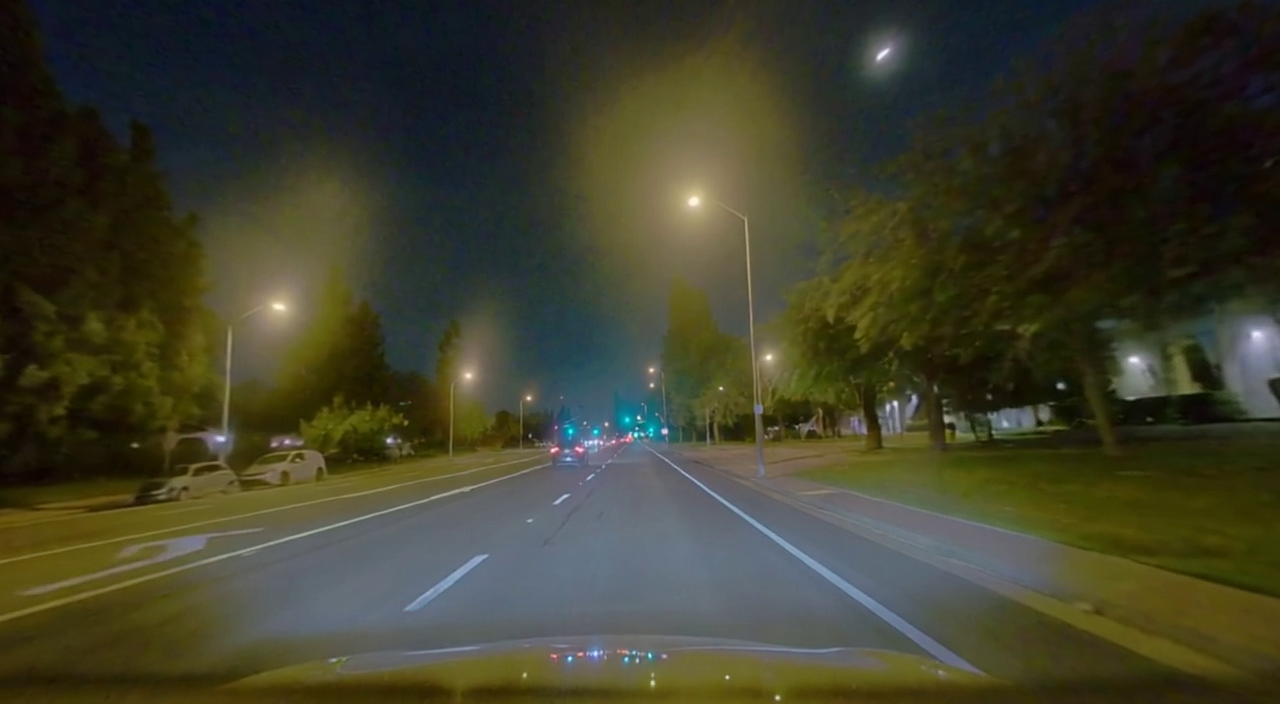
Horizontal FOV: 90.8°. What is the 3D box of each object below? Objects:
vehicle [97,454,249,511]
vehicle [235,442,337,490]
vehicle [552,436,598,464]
[{"bbox_3d":[-15.556,4.330,21.400,1.901,1.454,4.249,-3,-7,1],"label":"vehicle"},{"bbox_3d":[-15.787,5.060,28.522,2.050,1.784,4.577,-3,-7,-1],"label":"vehicle"},{"bbox_3d":[-3.523,5.378,34.890,2.030,1.467,4.251,0,-8,0],"label":"vehicle"}]
